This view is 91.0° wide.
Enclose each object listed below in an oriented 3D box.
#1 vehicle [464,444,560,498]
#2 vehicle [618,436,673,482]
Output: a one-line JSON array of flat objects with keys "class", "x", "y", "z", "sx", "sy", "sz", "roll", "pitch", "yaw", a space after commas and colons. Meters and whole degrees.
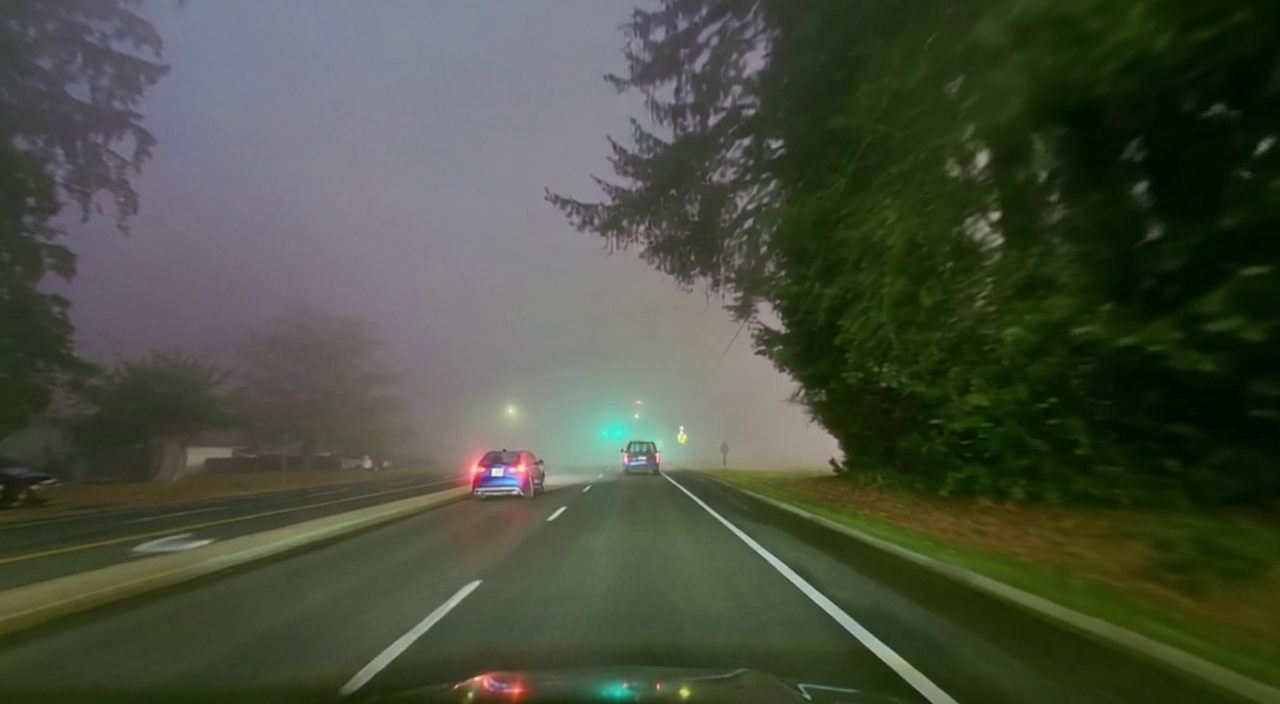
[{"class": "vehicle", "x": -3.693, "y": 3.504, "z": 18.969, "sx": 2.036, "sy": 1.447, "sz": 4.044, "roll": 0, "pitch": -8, "yaw": 0}, {"class": "vehicle", "x": 0.164, "y": 4.597, "z": 27.310, "sx": 2.215, "sy": 1.799, "sz": 4.426, "roll": 0, "pitch": -8, "yaw": -1}]
